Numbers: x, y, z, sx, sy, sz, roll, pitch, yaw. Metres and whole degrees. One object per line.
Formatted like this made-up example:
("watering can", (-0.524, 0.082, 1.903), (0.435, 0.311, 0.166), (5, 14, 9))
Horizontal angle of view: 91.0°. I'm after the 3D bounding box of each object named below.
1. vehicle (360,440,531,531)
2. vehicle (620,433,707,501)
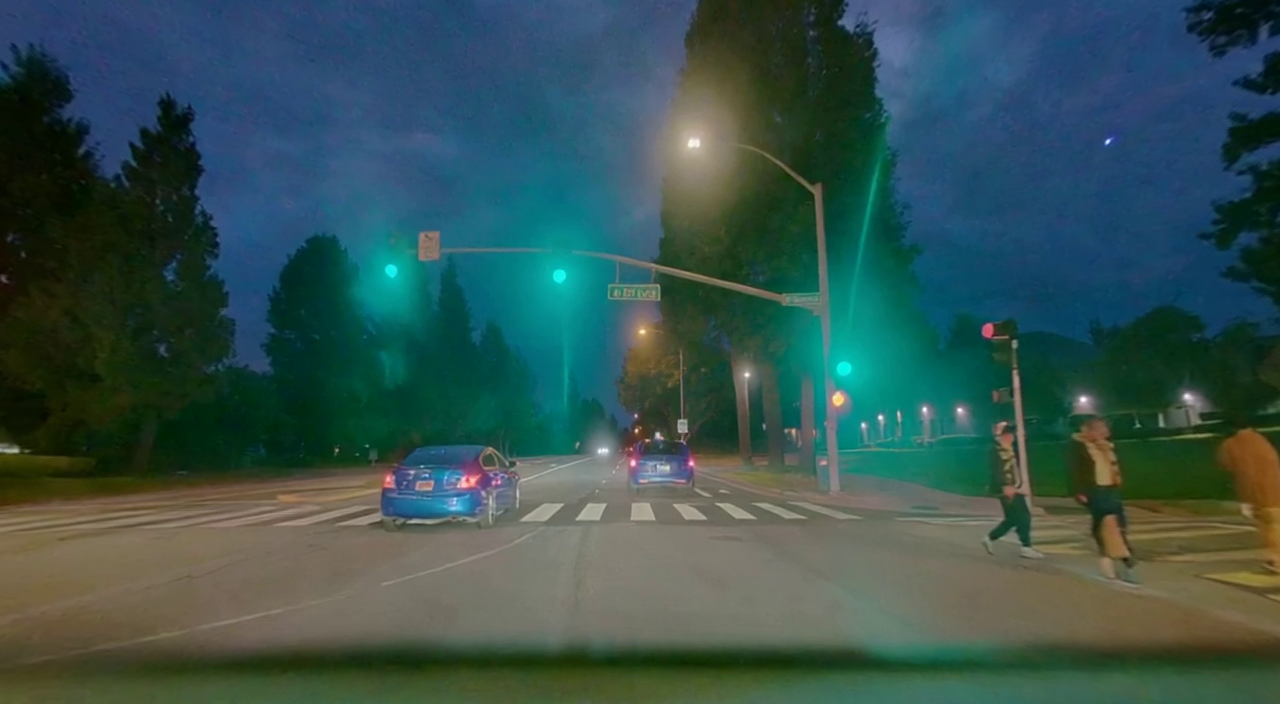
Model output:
("vehicle", (-3.506, 2.468, 12.270), (2.036, 1.447, 4.044), (0, -8, 0))
("vehicle", (0.563, 3.417, 19.165), (2.215, 1.799, 4.426), (0, -8, -3))
